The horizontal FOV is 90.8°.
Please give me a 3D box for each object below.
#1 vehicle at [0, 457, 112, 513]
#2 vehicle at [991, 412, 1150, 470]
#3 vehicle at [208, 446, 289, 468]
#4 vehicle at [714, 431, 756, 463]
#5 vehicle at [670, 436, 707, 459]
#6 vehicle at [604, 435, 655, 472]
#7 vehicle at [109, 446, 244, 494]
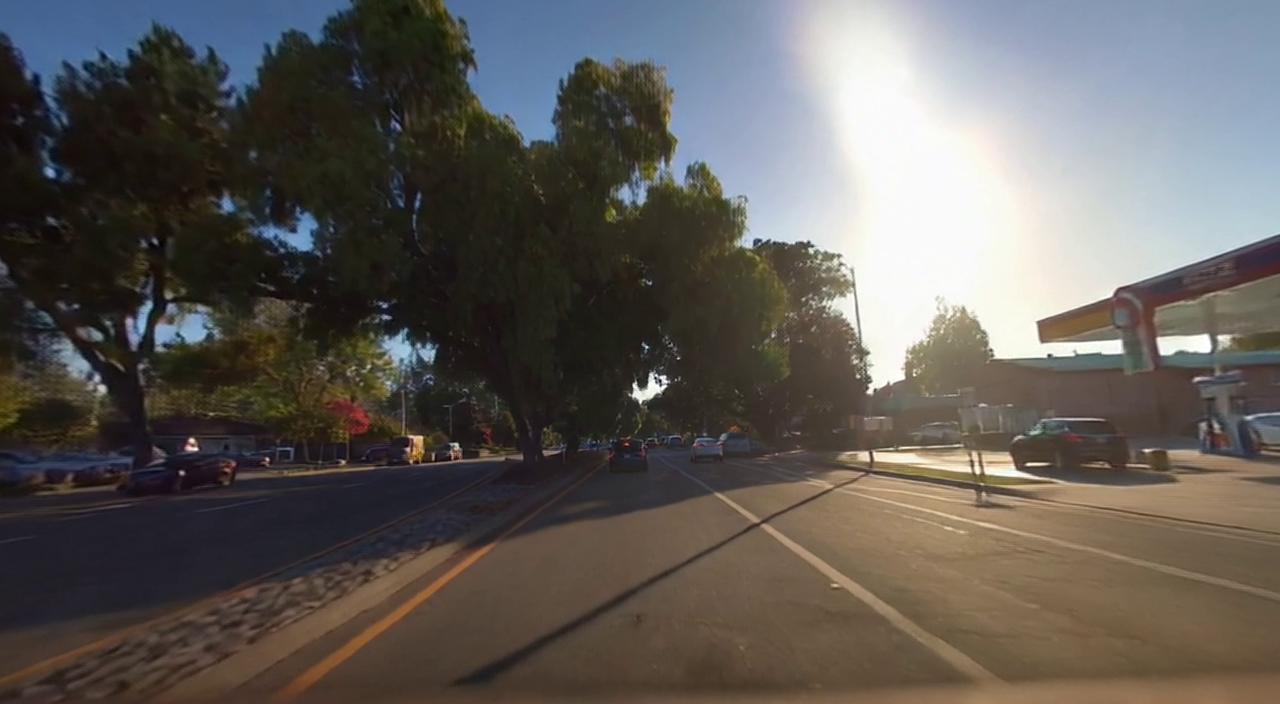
[{"bbox_3d":[-18.769,3.962,19.038,1.797,1.461,4.536,0,-8,0],"label":"vehicle"},{"bbox_3d":[15.355,3.253,22.990,2.368,1.868,4.724,0,-8,-1],"label":"vehicle"},{"bbox_3d":[-27.549,7.403,44.550,4.413,1.451,1.882,0,-8,0],"label":"vehicle"},{"bbox_3d":[5.701,5.599,37.278,2.117,1.757,4.969,-2,-8,12],"label":"vehicle"},{"bbox_3d":[3.308,6.659,44.112,2.124,1.476,4.730,0,-8,-1],"label":"vehicle"},{"bbox_3d":[-0.437,4.412,27.750,2.052,1.488,3.779,0,-8,0],"label":"vehicle"},{"bbox_3d":[-18.785,4.745,25.930,2.004,1.758,4.594,0,-8,0],"label":"vehicle"}]
